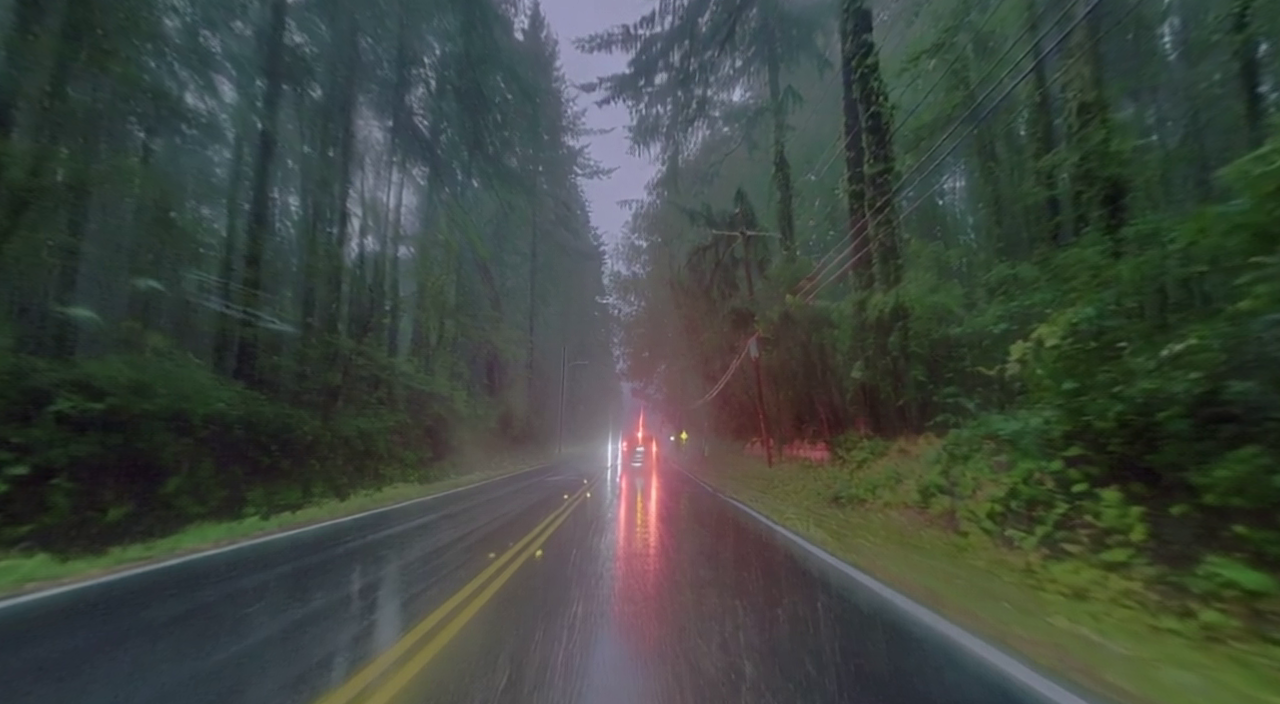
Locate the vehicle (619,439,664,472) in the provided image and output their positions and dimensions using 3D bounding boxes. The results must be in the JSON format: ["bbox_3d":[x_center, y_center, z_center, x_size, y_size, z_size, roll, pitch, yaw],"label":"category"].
[{"bbox_3d":[0.000,5.056,30.891,2.081,1.503,3.726,0,-8,-2],"label":"vehicle"}]
